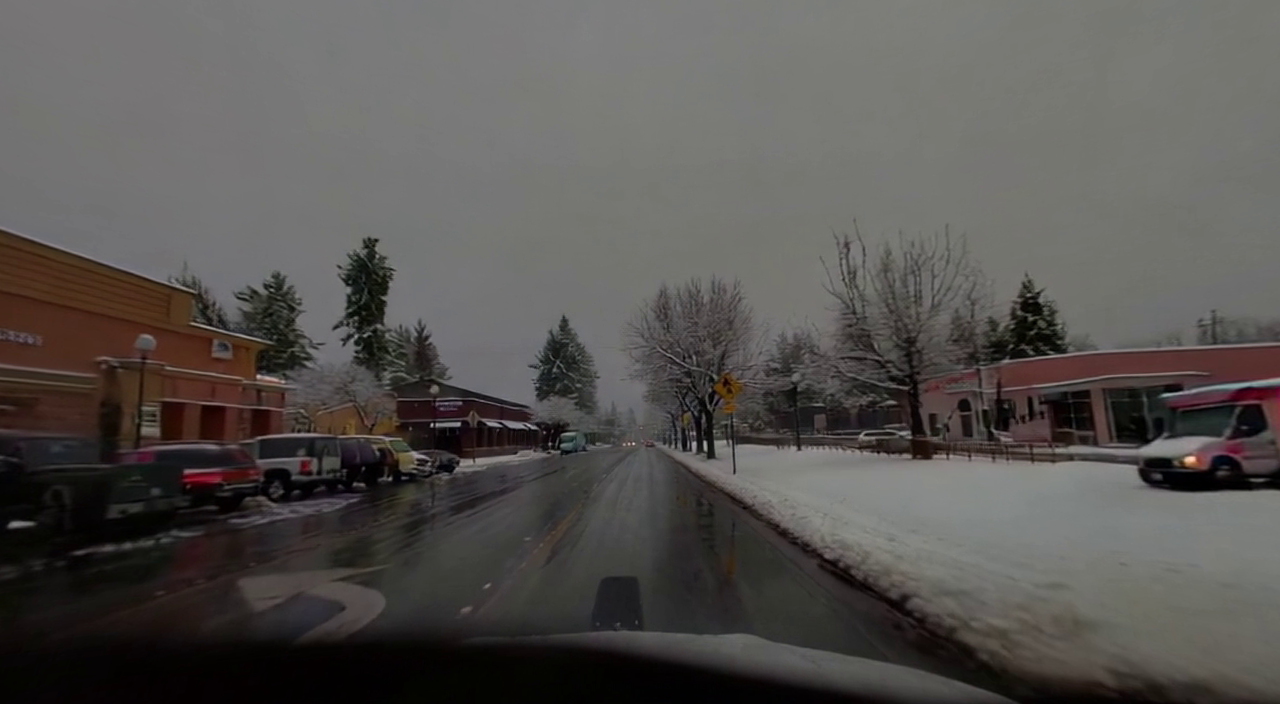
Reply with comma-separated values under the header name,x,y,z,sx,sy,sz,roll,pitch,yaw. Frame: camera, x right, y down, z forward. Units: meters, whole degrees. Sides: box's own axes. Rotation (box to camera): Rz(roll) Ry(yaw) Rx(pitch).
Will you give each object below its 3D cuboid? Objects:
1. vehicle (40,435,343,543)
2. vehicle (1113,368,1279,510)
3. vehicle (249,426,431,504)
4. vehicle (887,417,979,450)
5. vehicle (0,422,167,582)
name,x,y,z,sx,sy,sz,roll,pitch,yaw
vehicle,-8.789,2.662,12.701,4.585,1.758,2.050,7,-15,-40
vehicle,11.082,1.093,9.946,5.453,1.794,2.011,-7,-6,-1
vehicle,-9.269,3.456,19.737,4.607,2.118,2.095,8,-12,-44
vehicle,17.543,4.898,37.893,4.625,1.729,2.048,-4,-5,16
vehicle,-9.314,1.969,8.477,4.530,2.013,2.035,6,-11,-37
